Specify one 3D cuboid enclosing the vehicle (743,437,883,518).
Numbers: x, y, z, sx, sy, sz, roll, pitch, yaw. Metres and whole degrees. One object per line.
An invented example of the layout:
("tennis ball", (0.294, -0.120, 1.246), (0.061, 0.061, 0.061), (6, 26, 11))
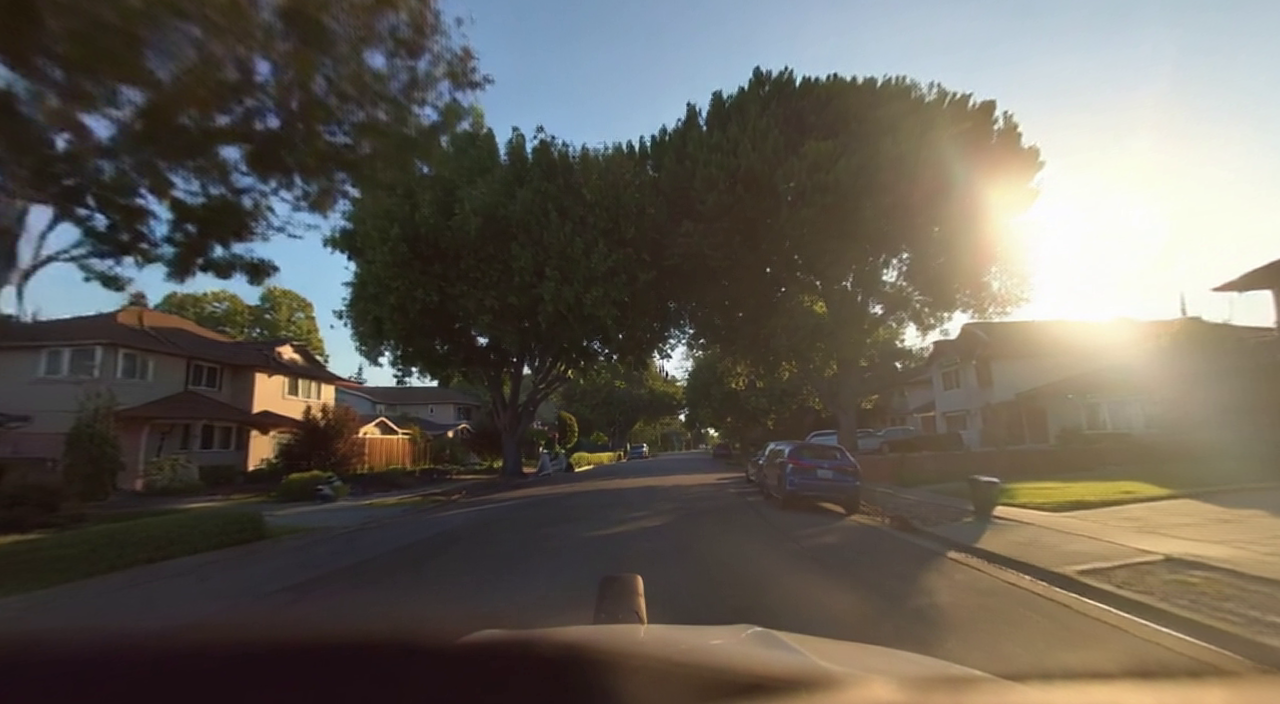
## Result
("vehicle", (3.573, 2.654, 13.886), (2.006, 1.494, 4.211), (0, -9, 2))
